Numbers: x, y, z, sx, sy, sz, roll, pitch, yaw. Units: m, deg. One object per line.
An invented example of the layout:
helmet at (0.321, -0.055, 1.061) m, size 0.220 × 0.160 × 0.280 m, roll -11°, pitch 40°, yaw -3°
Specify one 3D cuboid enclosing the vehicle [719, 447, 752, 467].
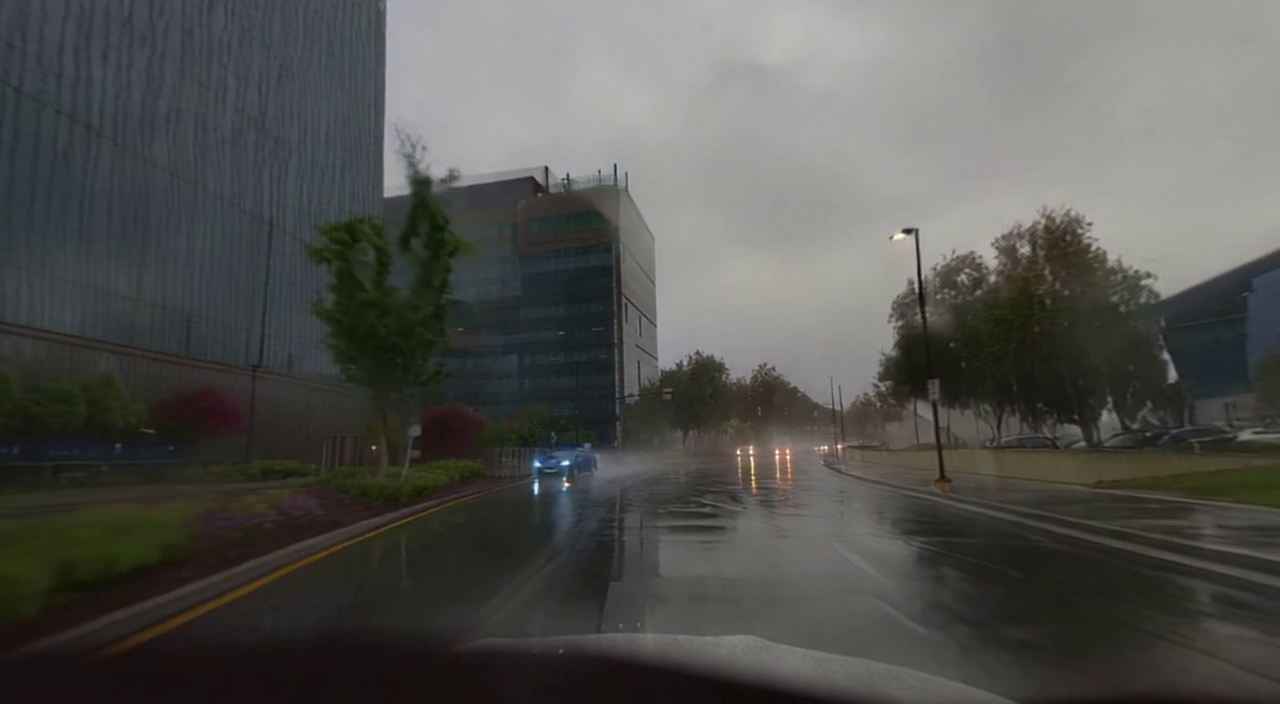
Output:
vehicle at (7.536, 8.236, 49.440) m, size 2.127 × 1.497 × 4.020 m, roll -2°, pitch -9°, yaw 14°
